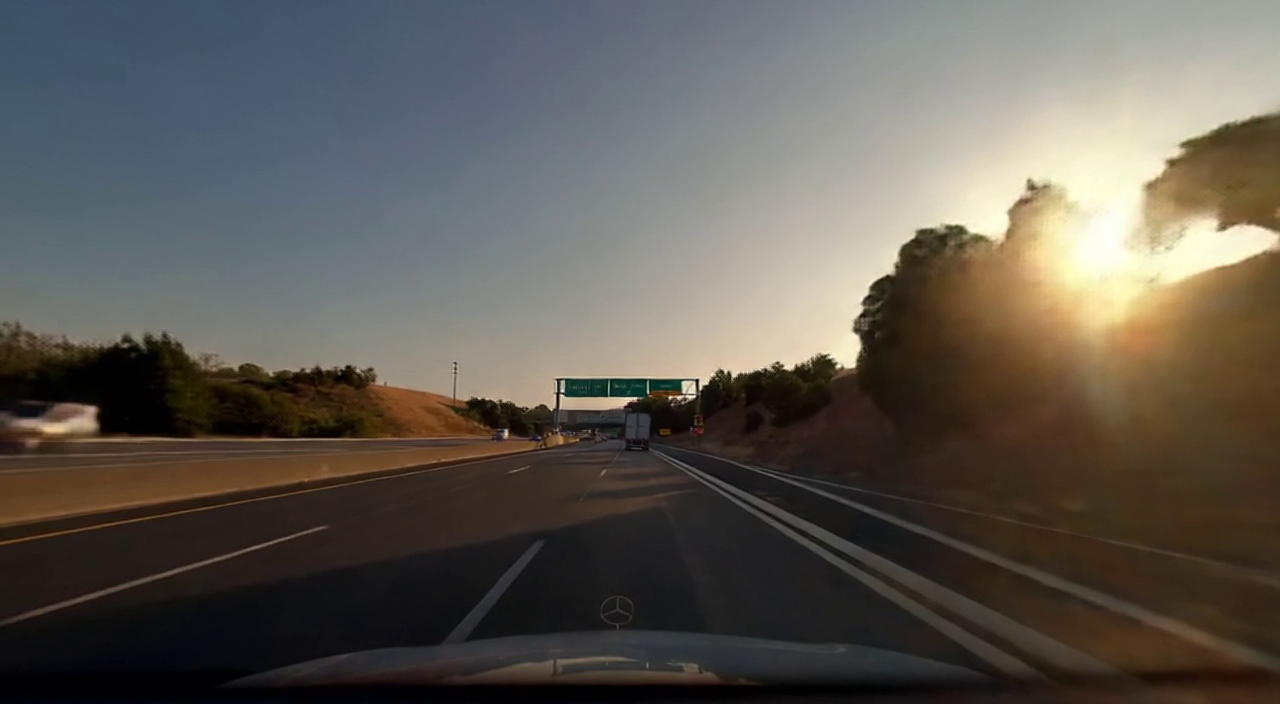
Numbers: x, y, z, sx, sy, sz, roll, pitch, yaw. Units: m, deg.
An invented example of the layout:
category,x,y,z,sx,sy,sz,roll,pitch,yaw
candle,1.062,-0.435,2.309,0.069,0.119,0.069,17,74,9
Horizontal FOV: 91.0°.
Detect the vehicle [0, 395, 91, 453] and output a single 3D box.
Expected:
category,x,y,z,sx,sy,sz,roll,pitch,yaw
vehicle,-23.445,2.702,23.296,2.033,2.025,4.609,0,-8,-1
